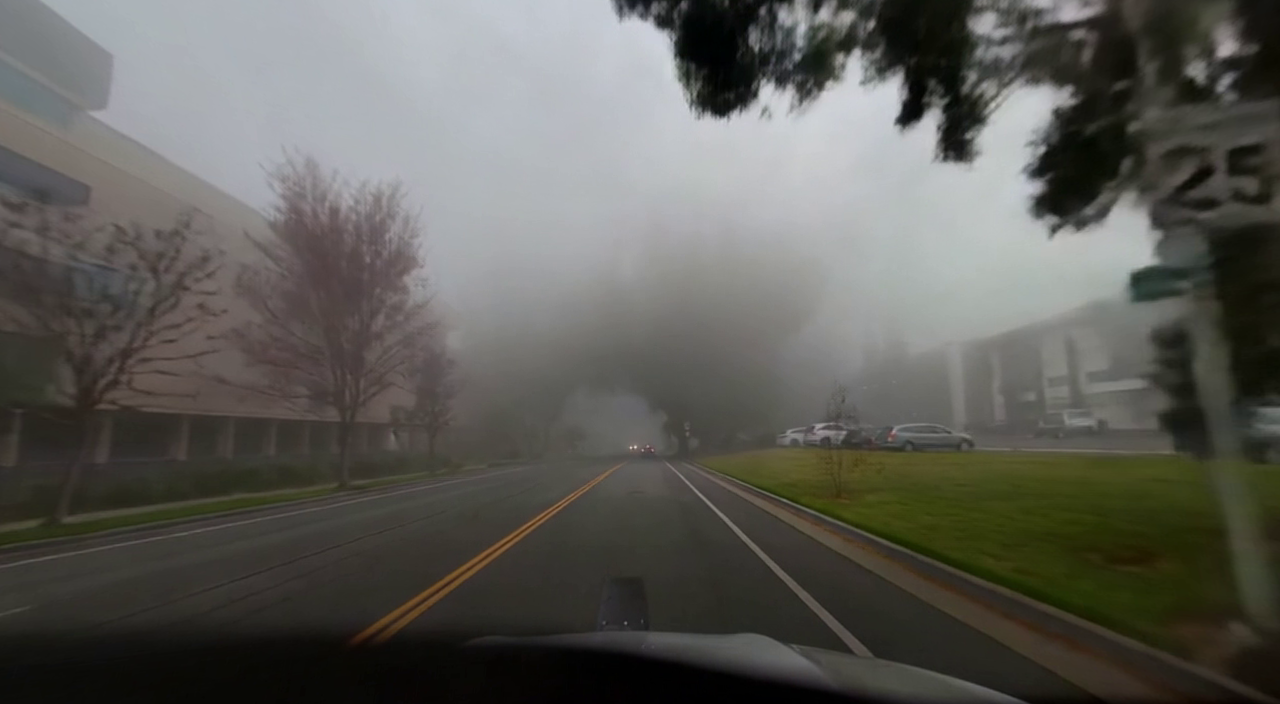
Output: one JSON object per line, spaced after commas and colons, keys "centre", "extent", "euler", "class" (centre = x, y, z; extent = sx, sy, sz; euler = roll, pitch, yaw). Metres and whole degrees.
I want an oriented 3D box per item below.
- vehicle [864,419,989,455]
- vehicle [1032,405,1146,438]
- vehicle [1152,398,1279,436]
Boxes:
{"centre": [12.688, 3.810, 28.126], "extent": [4.529, 1.490, 2.168], "euler": [1, -9, -6], "class": "vehicle"}
{"centre": [25.773, 4.033, 36.284], "extent": [4.864, 1.797, 2.150], "euler": [0, -8, 1], "class": "vehicle"}
{"centre": [25.764, 2.888, 27.732], "extent": [4.519, 1.584, 2.108], "euler": [0, -9, 0], "class": "vehicle"}
